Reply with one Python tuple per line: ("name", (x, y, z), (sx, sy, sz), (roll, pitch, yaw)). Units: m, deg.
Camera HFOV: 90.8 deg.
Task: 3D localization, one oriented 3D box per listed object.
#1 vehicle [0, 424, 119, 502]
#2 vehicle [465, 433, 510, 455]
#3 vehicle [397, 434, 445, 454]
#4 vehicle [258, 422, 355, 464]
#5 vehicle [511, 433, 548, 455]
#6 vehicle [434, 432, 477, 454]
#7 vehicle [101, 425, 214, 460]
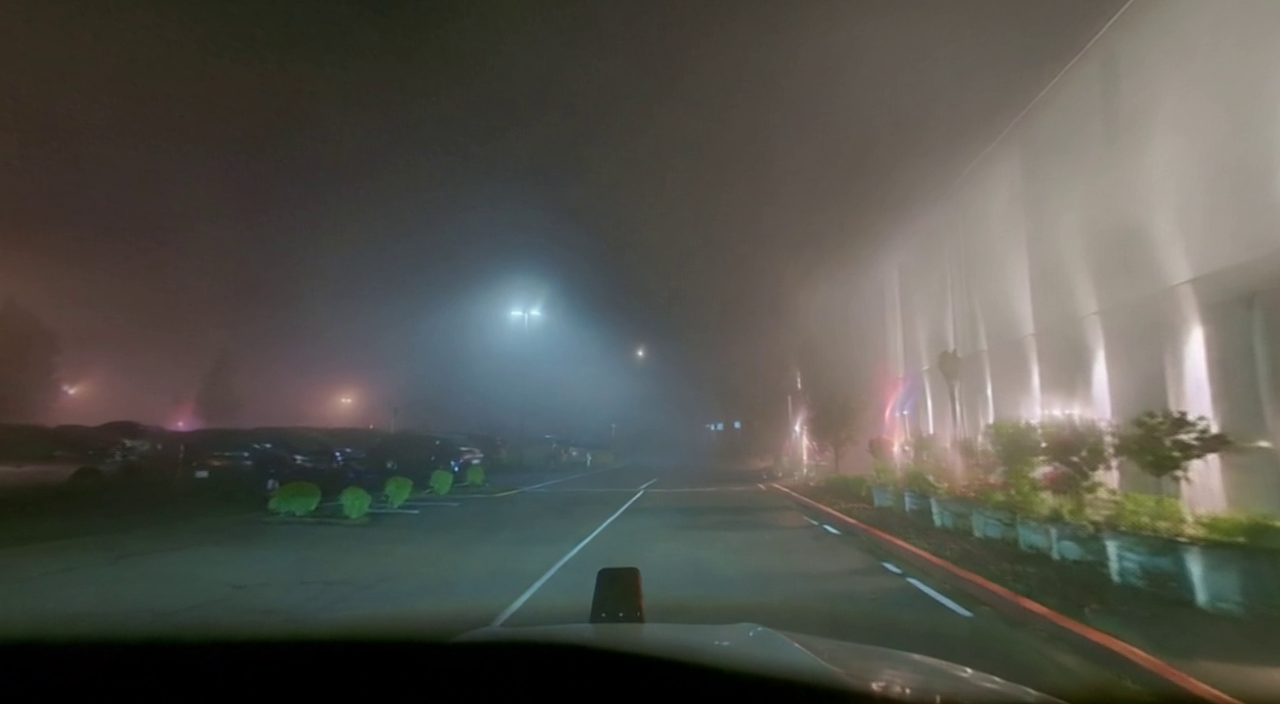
("vehicle", (-12.809, 2.093, 11.956), (1.847, 1.443, 4.484), (-1, -8, 4))
("vehicle", (-11.837, 7.197, 49.300), (1.928, 1.613, 4.197), (-1, -8, 8))
("vehicle", (-17.197, 7.225, 49.793), (1.909, 1.474, 3.908), (-1, -8, 8))
("vehicle", (-16.361, 4.498, 31.337), (1.972, 1.923, 4.535), (-1, -8, 6))
("vehicle", (-8.657, 7.248, 49.863), (1.892, 1.597, 4.259), (-1, -8, 3))
("vehicle", (-14.437, 7.150, 49.555), (1.902, 1.645, 3.903), (-1, -8, 5))
("vehicle", (-24.211, 4.583, 31.953), (1.876, 1.591, 4.470), (-1, -8, 6))
